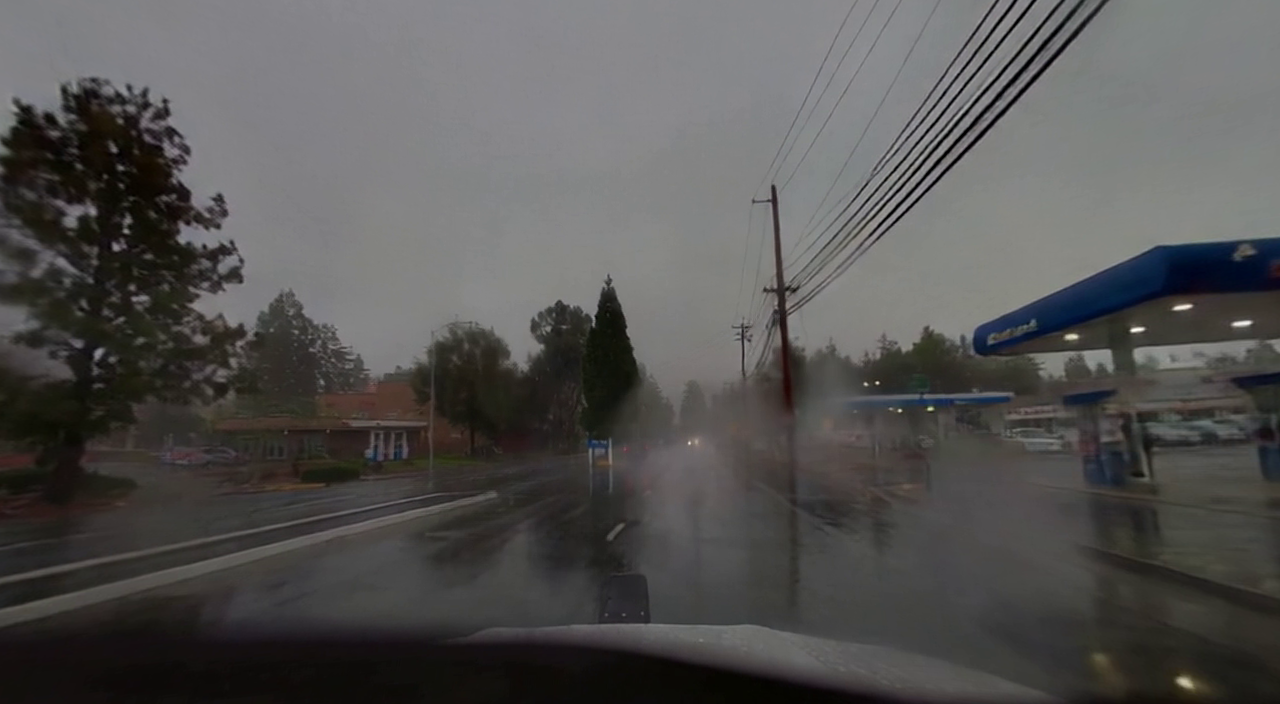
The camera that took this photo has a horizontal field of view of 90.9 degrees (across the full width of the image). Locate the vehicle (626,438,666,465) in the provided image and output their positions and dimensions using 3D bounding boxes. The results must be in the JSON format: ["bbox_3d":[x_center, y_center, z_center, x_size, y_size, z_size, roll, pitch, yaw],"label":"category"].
[{"bbox_3d":[0.441,6.015,38.227,2.073,1.525,3.968,-1,-8,6],"label":"vehicle"}]

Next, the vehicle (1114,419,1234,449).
[{"bbox_3d":[28.961,4.506,34.413,1.901,1.509,4.610,2,-9,-16],"label":"vehicle"}]

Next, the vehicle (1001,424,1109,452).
[{"bbox_3d":[23.171,4.864,35.445,1.908,1.474,4.885,2,-9,-17],"label":"vehicle"}]

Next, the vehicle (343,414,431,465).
[{"bbox_3d":[-18.928,6.634,47.789,2.923,3.546,7.640,-1,-8,5],"label":"vehicle"}]

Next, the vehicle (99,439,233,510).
[{"bbox_3d":[-16.525,4.128,21.894,5.575,2.142,1.996,-6,-10,36],"label":"vehicle"}]
